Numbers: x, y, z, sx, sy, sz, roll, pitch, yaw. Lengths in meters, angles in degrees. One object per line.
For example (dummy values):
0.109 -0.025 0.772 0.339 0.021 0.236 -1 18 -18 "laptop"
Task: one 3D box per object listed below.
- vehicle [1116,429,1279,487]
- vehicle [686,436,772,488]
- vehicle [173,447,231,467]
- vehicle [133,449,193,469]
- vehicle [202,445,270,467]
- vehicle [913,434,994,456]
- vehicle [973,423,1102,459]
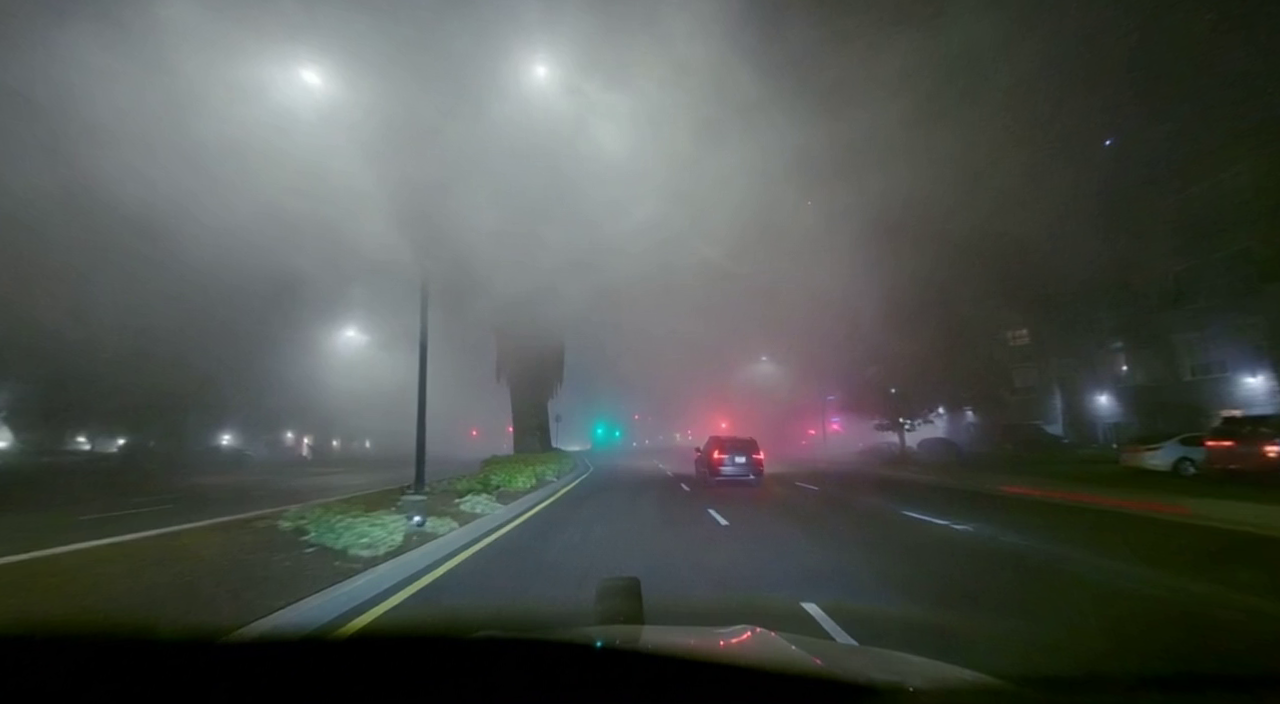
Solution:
16.363 3.009 18.181 1.920 1.430 4.710 -1 -8 4 "vehicle"
2.691 3.446 20.098 1.964 1.448 4.295 0 -8 -2 "vehicle"
-33.605 8.045 48.590 1.829 1.492 3.741 0 -8 -1 "vehicle"
-36.098 8.083 47.928 1.777 1.425 3.875 0 -8 -5 "vehicle"
-30.965 7.942 48.586 1.933 1.586 4.594 -1 -8 3 "vehicle"
22.297 6.616 45.028 4.633 1.518 2.008 0 -8 -1 "vehicle"
21.844 4.921 34.906 5.644 1.937 2.174 0 -8 -1 "vehicle"
